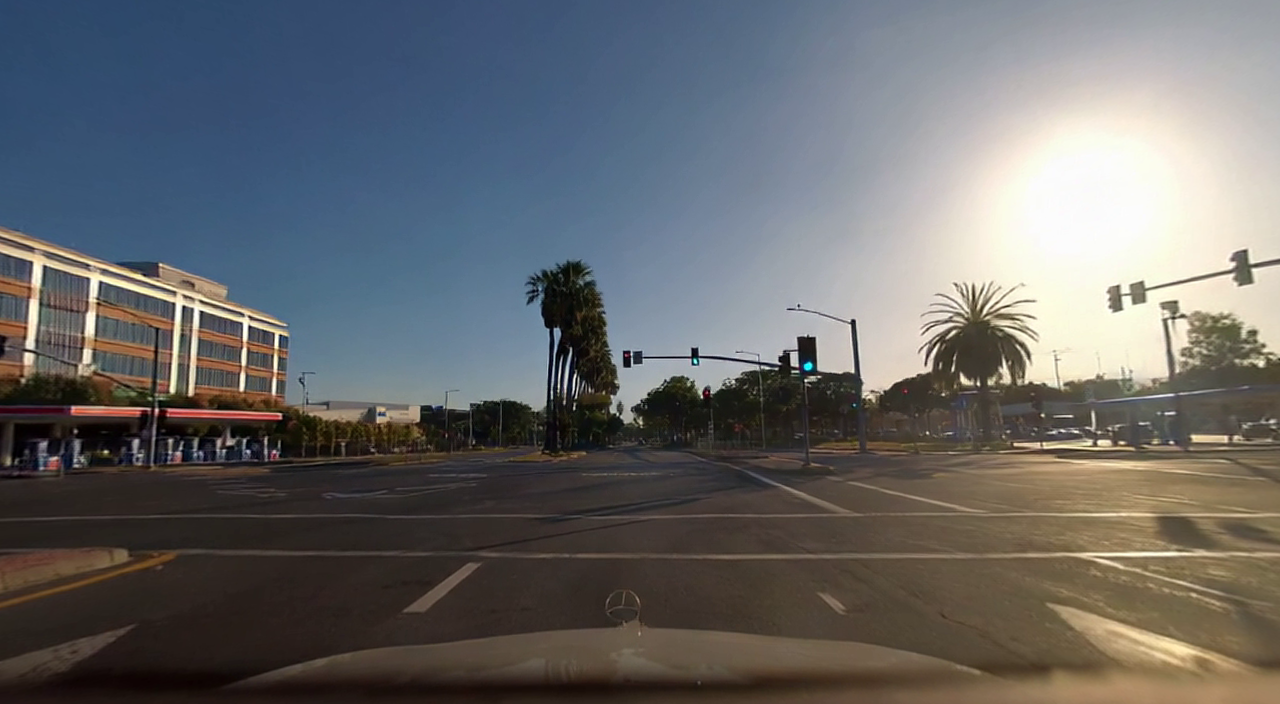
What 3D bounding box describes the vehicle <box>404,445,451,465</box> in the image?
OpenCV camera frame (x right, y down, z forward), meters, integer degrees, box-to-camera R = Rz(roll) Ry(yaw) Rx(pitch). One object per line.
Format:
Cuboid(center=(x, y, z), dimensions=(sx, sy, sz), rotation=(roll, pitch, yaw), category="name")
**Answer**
Cuboid(center=(-16.380, 7.966, 48.853), dimensions=(2.033, 1.467, 4.504), rotation=(0, -8, 1), category="vehicle")
